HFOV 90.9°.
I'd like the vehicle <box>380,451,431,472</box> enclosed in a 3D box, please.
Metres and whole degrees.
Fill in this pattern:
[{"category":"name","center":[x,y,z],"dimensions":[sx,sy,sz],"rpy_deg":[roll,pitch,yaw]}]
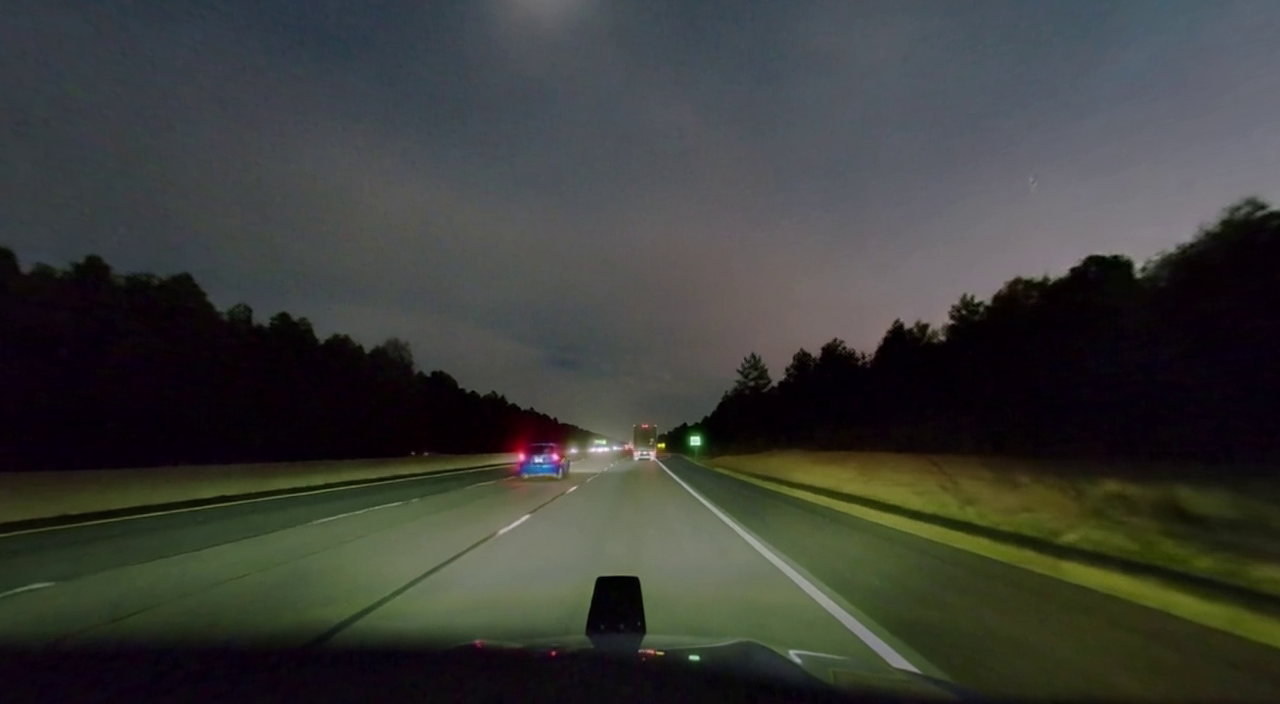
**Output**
[{"category":"vehicle","center":[-16.950,7.907,45.787],"dimensions":[1.899,1.457,4.617],"rpy_deg":[0,-9,0]}]

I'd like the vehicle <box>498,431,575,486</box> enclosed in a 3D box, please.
[{"category":"vehicle","center":[-3.939,4.187,25.012],"dimensions":[2.124,1.888,5.226],"rpy_deg":[0,-9,0]}]
